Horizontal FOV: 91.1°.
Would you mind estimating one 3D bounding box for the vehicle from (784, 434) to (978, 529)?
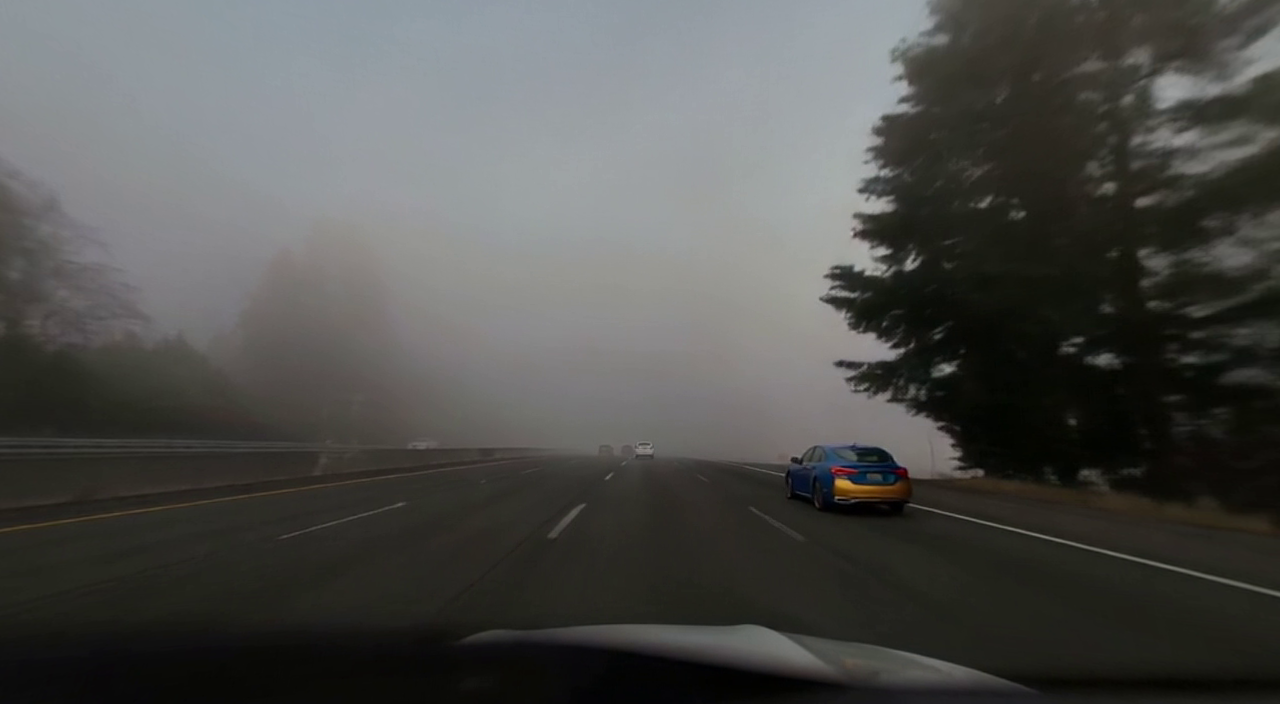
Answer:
[{"bbox_3d":[4.453,2.444,12.549,2.008,1.524,4.598,0,-8,-1],"label":"vehicle"}]

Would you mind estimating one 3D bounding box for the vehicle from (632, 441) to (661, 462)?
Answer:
[{"bbox_3d":[0.434,7.199,45.546,2.052,1.449,3.857,0,-8,0],"label":"vehicle"}]
